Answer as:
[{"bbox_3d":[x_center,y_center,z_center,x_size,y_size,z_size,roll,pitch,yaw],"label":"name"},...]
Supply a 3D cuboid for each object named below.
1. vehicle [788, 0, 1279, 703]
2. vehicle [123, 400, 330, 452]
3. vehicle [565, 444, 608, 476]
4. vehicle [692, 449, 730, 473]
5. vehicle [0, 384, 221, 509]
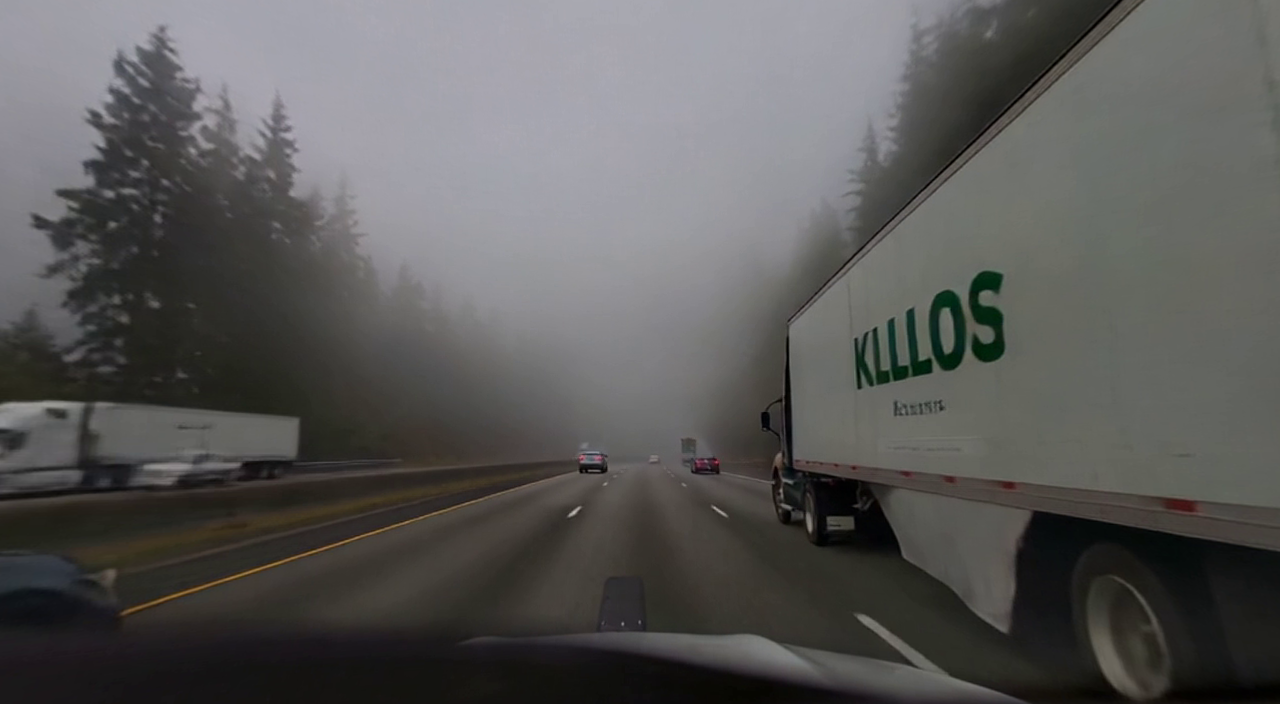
[{"bbox_3d":[4.339,0.298,6.631,2.914,3.998,11.103,0,-9,0],"label":"vehicle"},{"bbox_3d":[-20.139,3.857,32.214,2.889,2.056,11.964,-2,-7,-1],"label":"vehicle"},{"bbox_3d":[-2.971,6.156,35.952,2.017,1.683,4.309,0,-9,1],"label":"vehicle"},{"bbox_3d":[4.926,7.614,44.204,2.176,1.598,3.878,0,-9,0],"label":"vehicle"},{"bbox_3d":[-20.170,3.374,22.262,2.915,3.605,11.295,0,-9,0],"label":"vehicle"}]
